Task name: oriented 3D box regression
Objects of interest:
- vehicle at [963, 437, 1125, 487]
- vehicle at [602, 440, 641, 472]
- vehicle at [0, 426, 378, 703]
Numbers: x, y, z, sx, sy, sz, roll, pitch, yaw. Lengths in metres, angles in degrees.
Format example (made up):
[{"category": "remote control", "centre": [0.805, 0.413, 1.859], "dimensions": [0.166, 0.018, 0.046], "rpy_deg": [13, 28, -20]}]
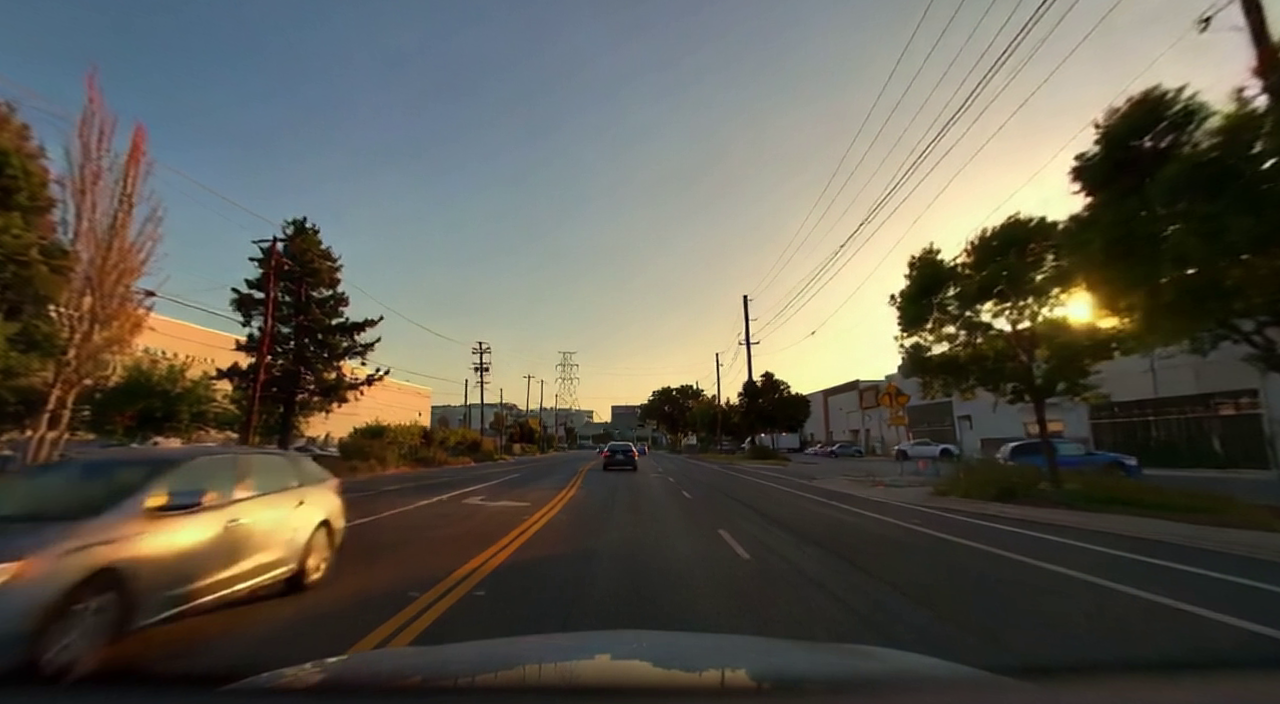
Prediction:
[{"category": "vehicle", "centre": [18.120, 4.922, 28.761], "dimensions": [2.423, 2.005, 5.671], "rpy_deg": [4, -9, -25]}, {"category": "vehicle", "centre": [-0.972, 5.519, 33.756], "dimensions": [1.937, 1.588, 3.746], "rpy_deg": [0, -8, -1]}, {"category": "vehicle", "centre": [-3.782, 1.353, 4.798], "dimensions": [1.863, 1.435, 4.204], "rpy_deg": [0, -8, -1]}]
